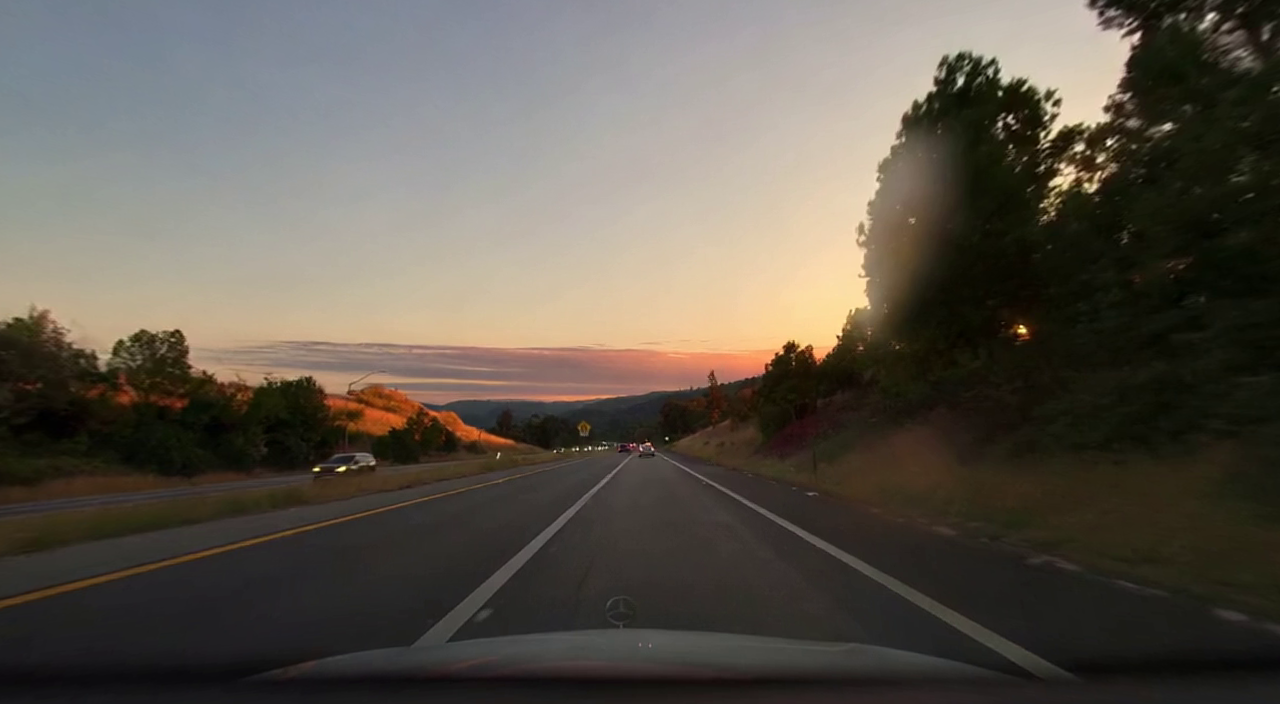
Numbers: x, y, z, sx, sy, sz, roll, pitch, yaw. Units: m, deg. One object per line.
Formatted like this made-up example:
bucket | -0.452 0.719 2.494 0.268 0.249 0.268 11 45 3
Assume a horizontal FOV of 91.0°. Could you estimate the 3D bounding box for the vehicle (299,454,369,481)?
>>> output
vehicle | -19.044 7.204 39.435 1.956 1.520 4.555 0 -9 1
